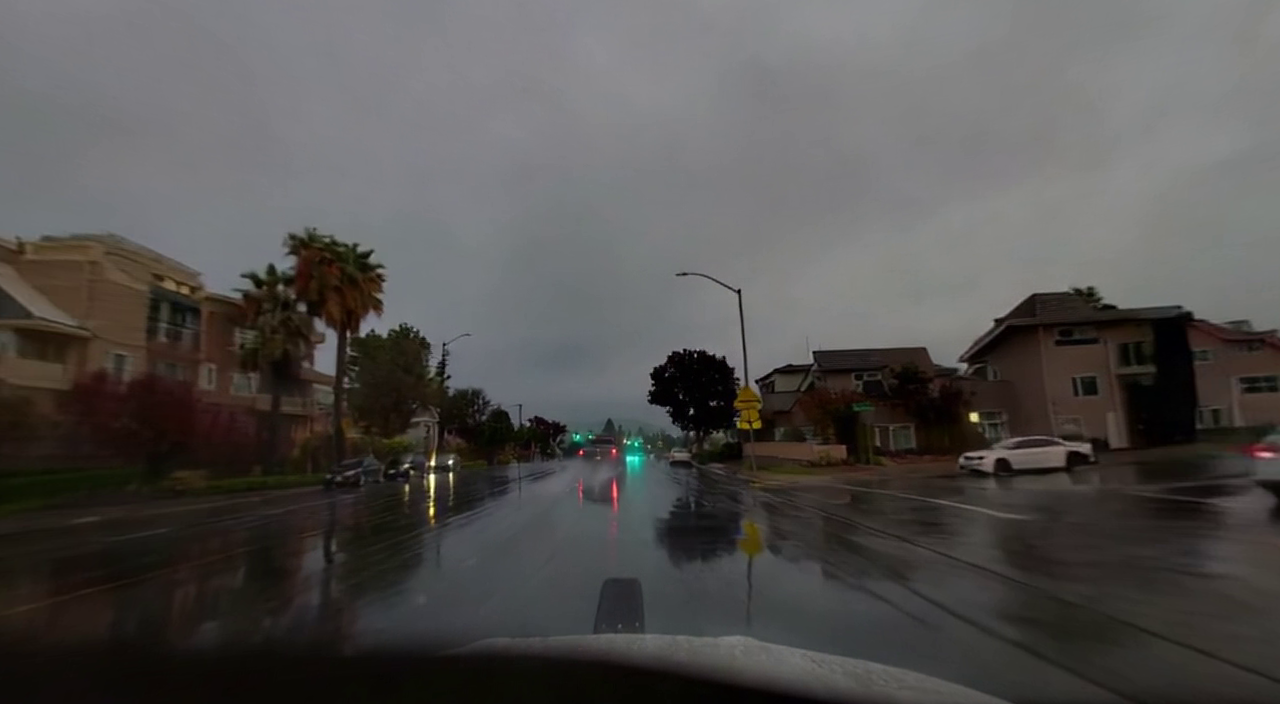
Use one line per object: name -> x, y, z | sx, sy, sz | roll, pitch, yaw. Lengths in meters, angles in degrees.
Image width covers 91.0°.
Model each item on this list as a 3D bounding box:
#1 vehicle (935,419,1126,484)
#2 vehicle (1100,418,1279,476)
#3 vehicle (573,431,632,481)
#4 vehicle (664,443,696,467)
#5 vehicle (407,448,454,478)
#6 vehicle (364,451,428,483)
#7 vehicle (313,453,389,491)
vehicle -> 12.628, 3.234, 20.563 | 4.873, 1.624, 1.924 | -4, -9, -3
vehicle -> 18.334, 3.114, 20.618 | 4.750, 1.775, 2.124 | 0, -9, 0
vehicle -> -1.407, 4.183, 25.561 | 1.994, 1.810, 5.057 | 0, -9, 1
vehicle -> 2.892, 7.598, 46.588 | 1.949, 1.685, 4.161 | 1, -9, -2
vehicle -> -14.383, 7.600, 43.421 | 1.890, 1.640, 4.320 | -3, -7, -1
vehicle -> -14.324, 6.731, 37.203 | 1.875, 1.496, 4.728 | -4, -7, 0
vehicle -> -14.397, 5.951, 31.636 | 1.884, 1.451, 4.435 | -4, -7, -3
